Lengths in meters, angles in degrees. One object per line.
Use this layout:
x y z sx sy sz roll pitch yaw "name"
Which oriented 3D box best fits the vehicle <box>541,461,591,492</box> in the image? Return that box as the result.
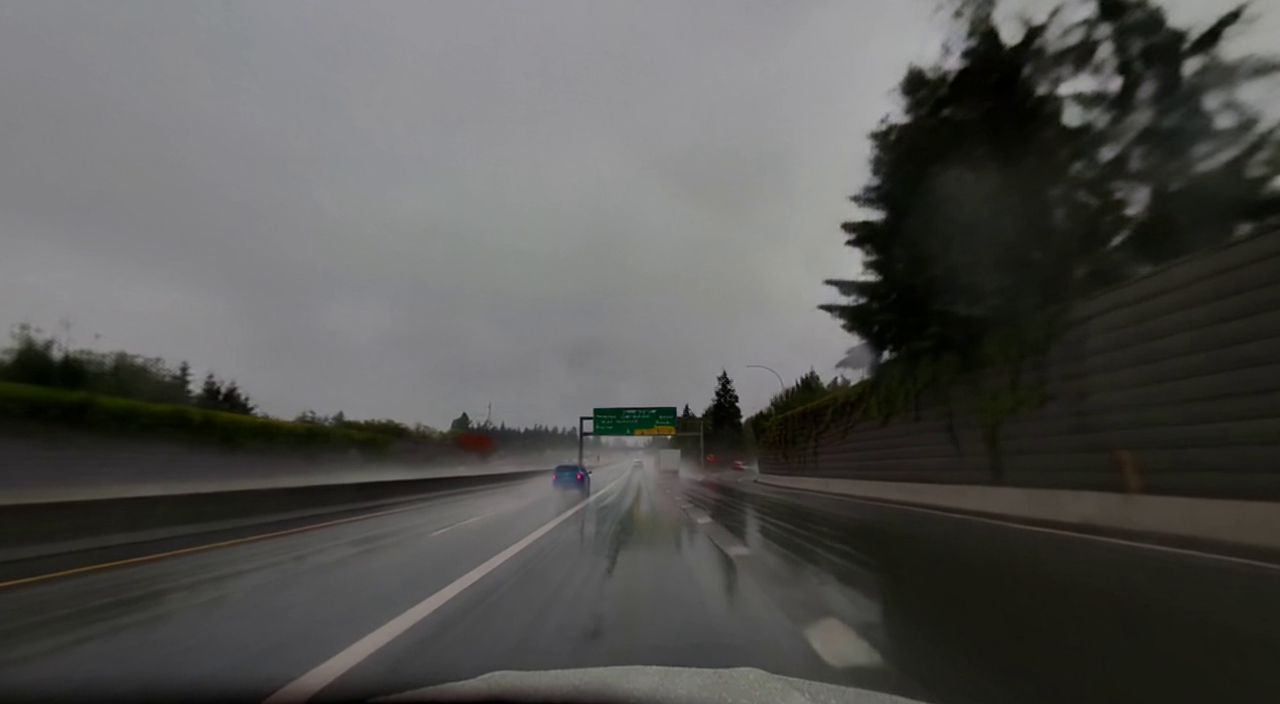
-3.877 6.629 33.652 2.045 1.487 4.582 1 -10 1 "vehicle"
